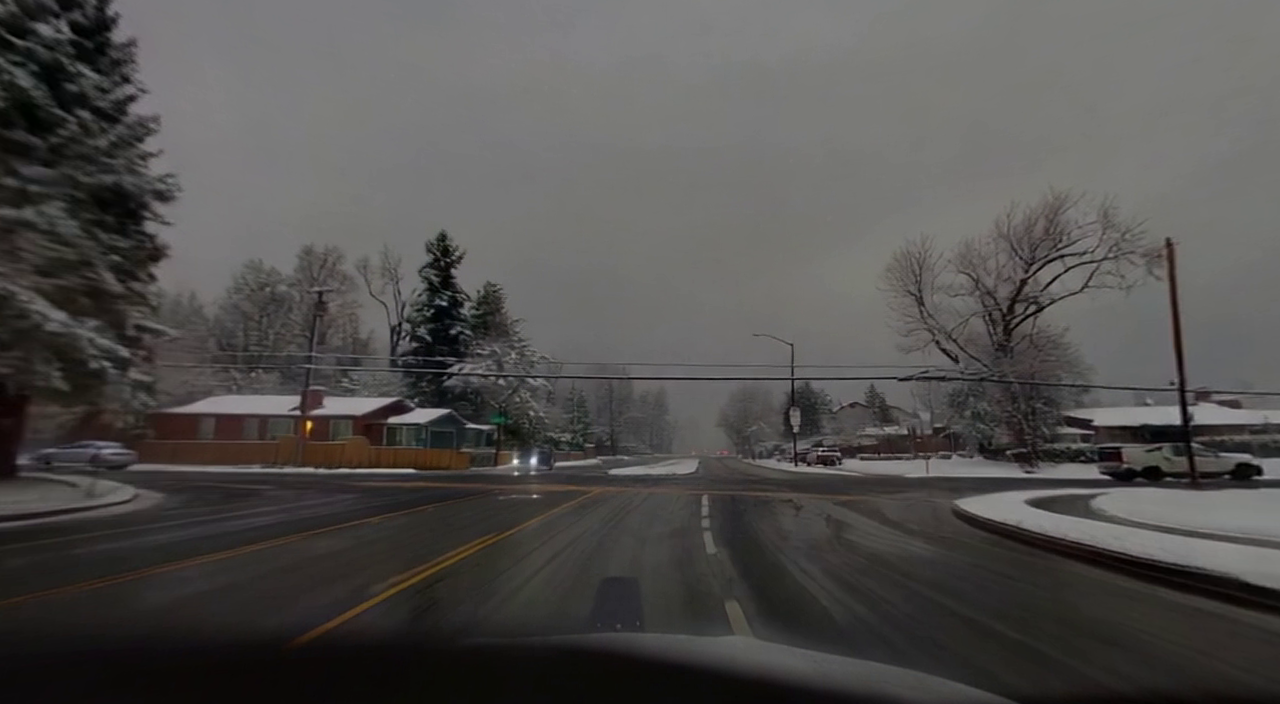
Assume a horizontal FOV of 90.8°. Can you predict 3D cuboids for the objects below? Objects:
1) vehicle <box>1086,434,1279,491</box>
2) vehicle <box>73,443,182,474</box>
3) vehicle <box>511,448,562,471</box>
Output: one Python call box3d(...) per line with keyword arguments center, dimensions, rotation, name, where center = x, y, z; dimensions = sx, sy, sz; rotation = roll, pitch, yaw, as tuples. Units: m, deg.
box3d(center=(20.403, 4.122, 23.621), dimensions=(5.484, 1.842, 2.188), rotation=(-3, -10, 6), name="vehicle")
box3d(center=(-30.031, 6.259, 37.096), dimensions=(4.793, 1.745, 2.012), rotation=(-1, -9, 5), name="vehicle")
box3d(center=(-7.536, 7.877, 46.432), dimensions=(2.064, 1.596, 4.716), rotation=(-2, -9, 12), name="vehicle")
